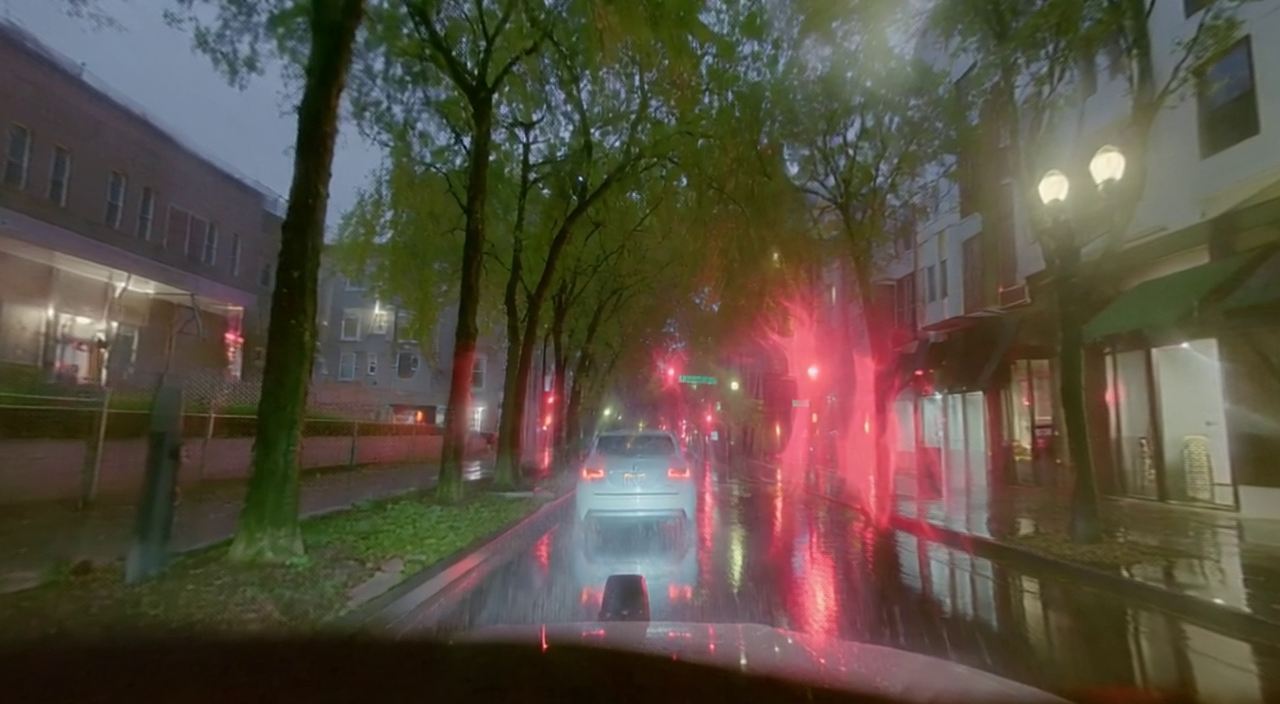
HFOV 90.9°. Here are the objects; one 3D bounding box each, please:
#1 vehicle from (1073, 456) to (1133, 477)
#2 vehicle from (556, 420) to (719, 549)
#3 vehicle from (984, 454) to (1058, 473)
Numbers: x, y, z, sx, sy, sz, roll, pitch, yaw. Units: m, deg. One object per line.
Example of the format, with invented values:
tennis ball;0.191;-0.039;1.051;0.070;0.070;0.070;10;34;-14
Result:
vehicle;36.251;8.971;49.404;3.445;1.363;1.608;3;-7;-1
vehicle;-0.072;1.985;10.039;2.079;1.621;3.861;0;-9;-1
vehicle;29.774;8.696;49.308;4.668;1.441;1.904;1;-9;-5
